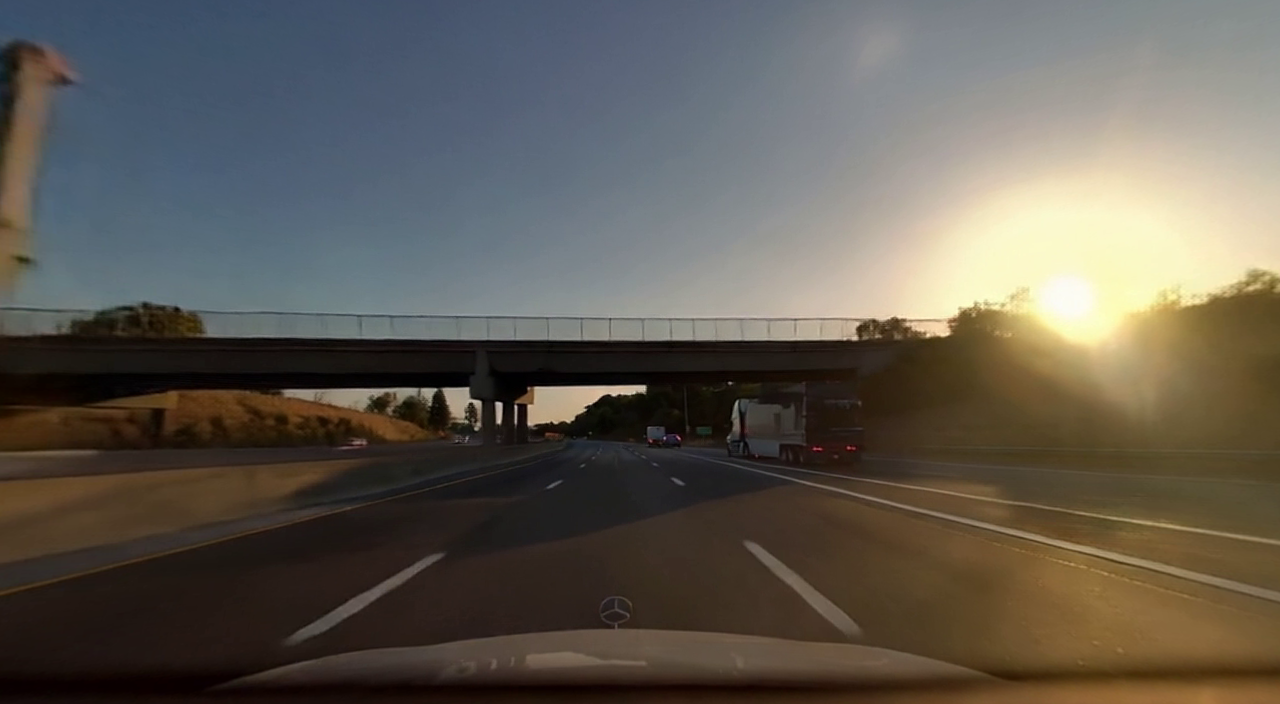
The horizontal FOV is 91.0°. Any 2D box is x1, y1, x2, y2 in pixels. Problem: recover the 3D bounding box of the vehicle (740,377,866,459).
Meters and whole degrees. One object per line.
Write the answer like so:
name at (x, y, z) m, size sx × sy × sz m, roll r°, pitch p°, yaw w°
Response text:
vehicle at (9.141, 4.198, 37.798) m, size 2.855 × 4.053 × 13.328 m, roll 0°, pitch -8°, yaw -5°
